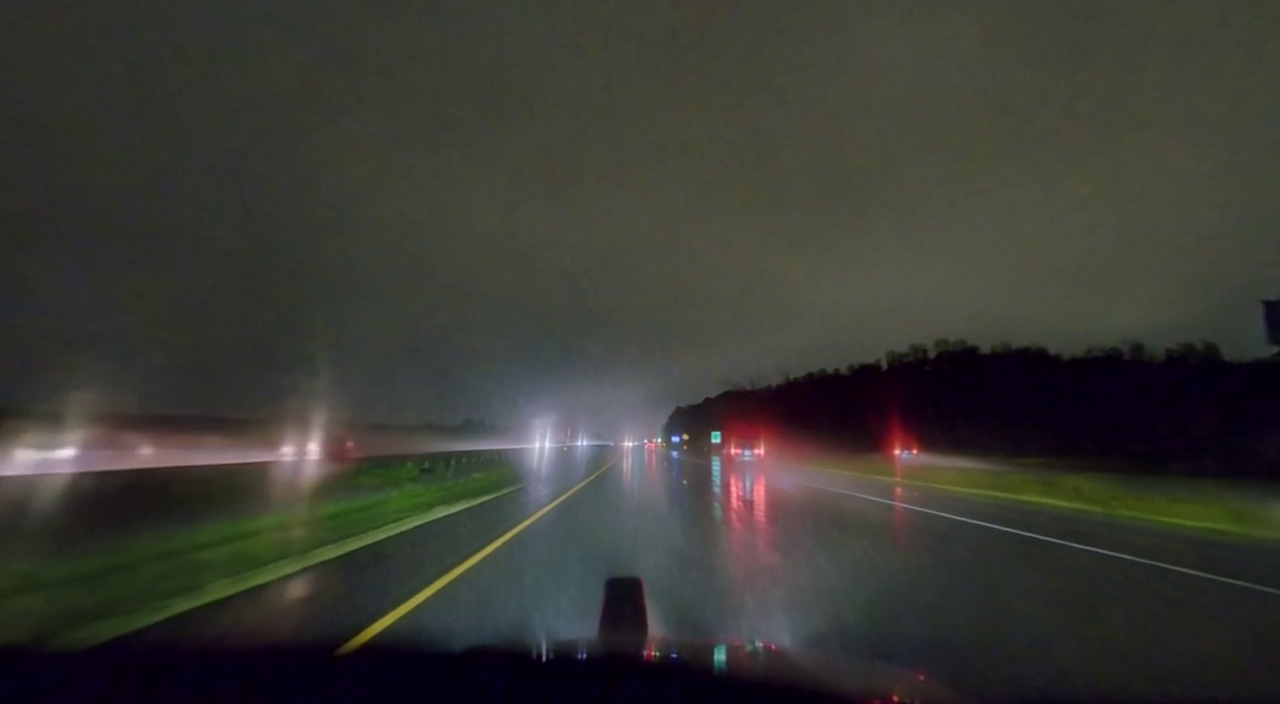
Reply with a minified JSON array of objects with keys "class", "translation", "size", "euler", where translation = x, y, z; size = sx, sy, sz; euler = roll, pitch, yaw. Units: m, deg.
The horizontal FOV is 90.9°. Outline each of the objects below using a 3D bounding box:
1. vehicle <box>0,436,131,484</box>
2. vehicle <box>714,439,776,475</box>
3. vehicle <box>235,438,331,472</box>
[{"class":"vehicle","translation":[-20.826,3.721,22.031],"size":[2.137,1.467,4.729],"euler":[0,-8,0]},{"class":"vehicle","translation":[4.698,4.762,28.809],"size":[2.012,1.476,4.256],"euler":[0,-8,-1]},{"class":"vehicle","translation":[-17.280,4.991,30.804],"size":[1.888,1.474,4.725],"euler":[0,-8,1]}]
